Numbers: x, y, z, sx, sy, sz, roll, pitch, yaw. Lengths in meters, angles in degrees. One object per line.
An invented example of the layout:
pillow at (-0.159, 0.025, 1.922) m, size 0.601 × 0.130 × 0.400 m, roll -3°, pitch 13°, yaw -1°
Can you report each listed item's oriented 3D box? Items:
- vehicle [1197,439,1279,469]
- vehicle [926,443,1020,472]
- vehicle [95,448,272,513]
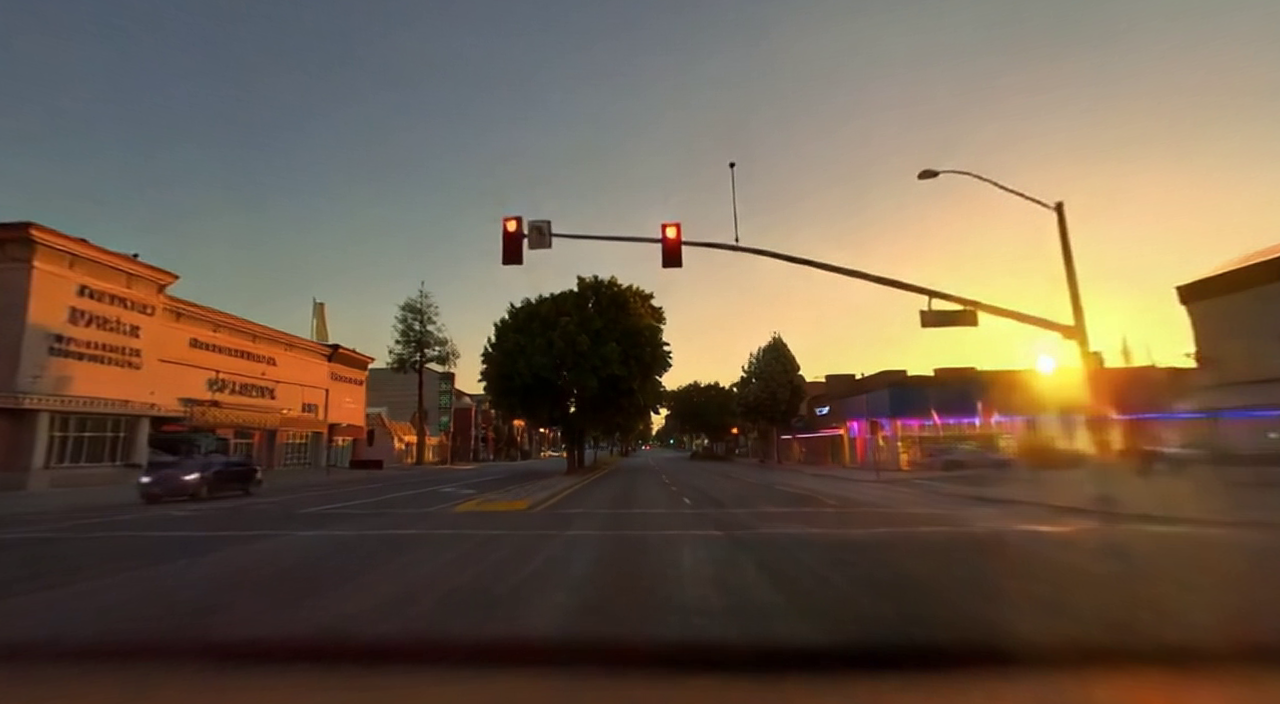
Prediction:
vehicle at (33.441, 5.486, 34.185) m, size 4.608 × 1.558 × 2.032 m, roll 0°, pitch -9°, yaw 0°
vehicle at (19.814, 6.264, 37.719) m, size 4.468 × 1.635 × 2.017 m, roll 0°, pitch -9°, yaw -3°
vehicle at (-12.934, 3.612, 18.332) m, size 1.892 × 1.639 × 4.311 m, roll 0°, pitch -9°, yaw 0°
